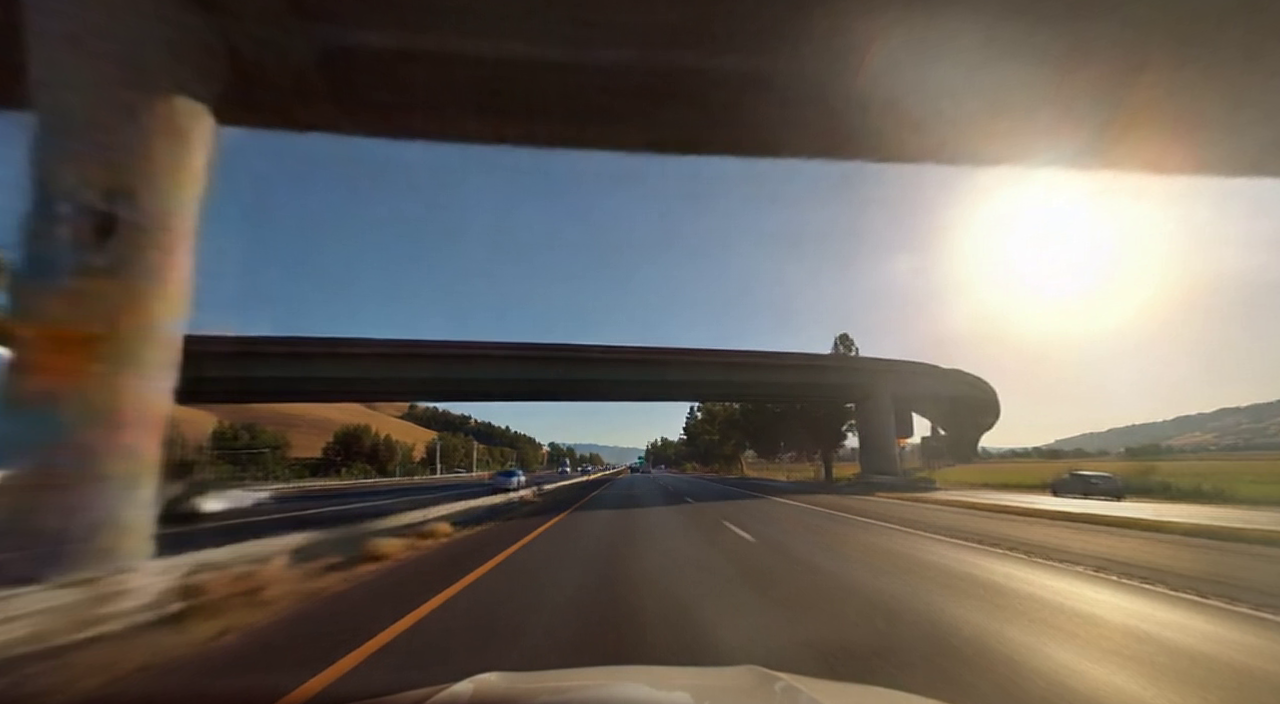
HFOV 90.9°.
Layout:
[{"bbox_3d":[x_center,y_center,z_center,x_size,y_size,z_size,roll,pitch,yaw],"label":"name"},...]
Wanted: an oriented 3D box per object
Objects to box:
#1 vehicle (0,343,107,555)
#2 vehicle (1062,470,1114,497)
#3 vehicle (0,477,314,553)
[{"bbox_3d":[-13.282,1.277,8.919,2.933,3.849,9.640,1,-10,-1],"label":"vehicle"},{"bbox_3d":[29.181,8.571,41.160,1.951,1.616,4.175,-4,-11,24],"label":"vehicle"},{"bbox_3d":[-13.260,4.225,17.523,2.628,1.252,10.954,-1,-10,0],"label":"vehicle"}]
